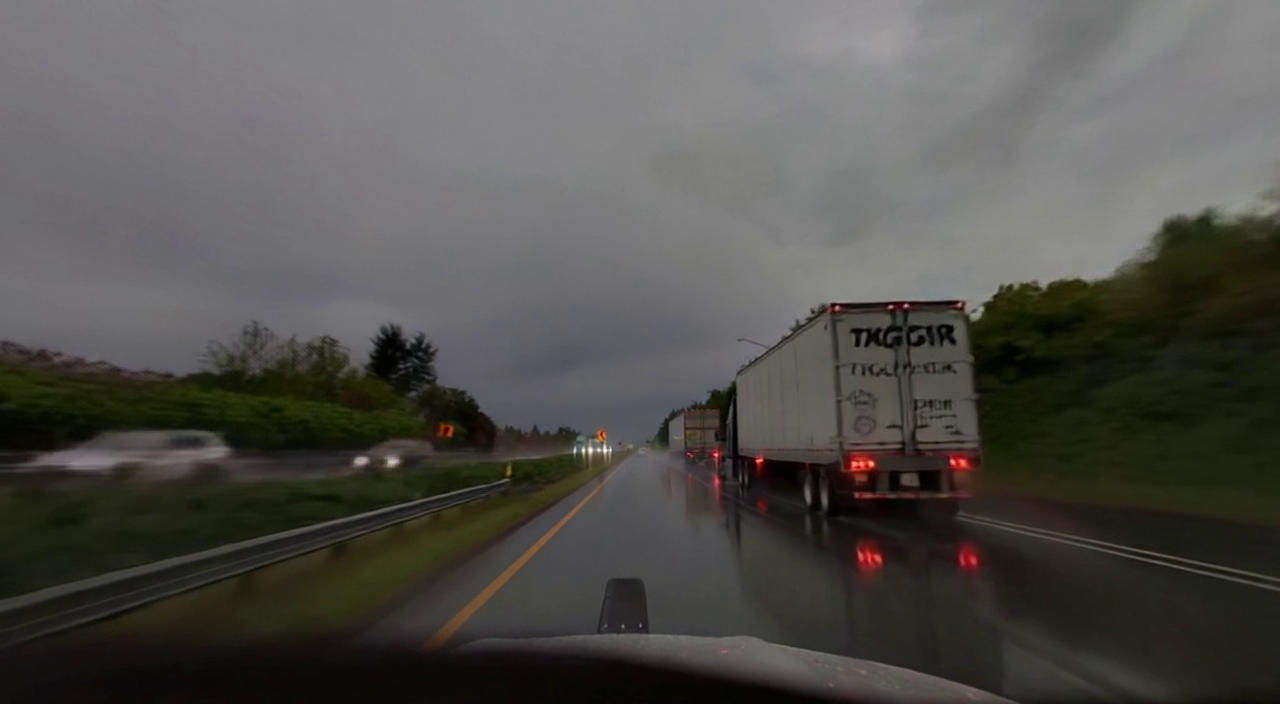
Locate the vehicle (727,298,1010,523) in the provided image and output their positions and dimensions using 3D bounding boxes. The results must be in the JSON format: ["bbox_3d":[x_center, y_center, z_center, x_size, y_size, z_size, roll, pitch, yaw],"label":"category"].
[{"bbox_3d":[5.090,2.109,18.569,2.929,4.093,14.258,0,-9,0],"label":"vehicle"}]

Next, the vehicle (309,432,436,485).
[{"bbox_3d":[-8.008,3.250,19.371,2.029,1.440,4.247,0,-9,0],"label":"vehicle"}]

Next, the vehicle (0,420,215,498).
[{"bbox_3d":[-11.466,2.298,13.700,1.794,1.456,3.754,0,-9,0],"label":"vehicle"}]
